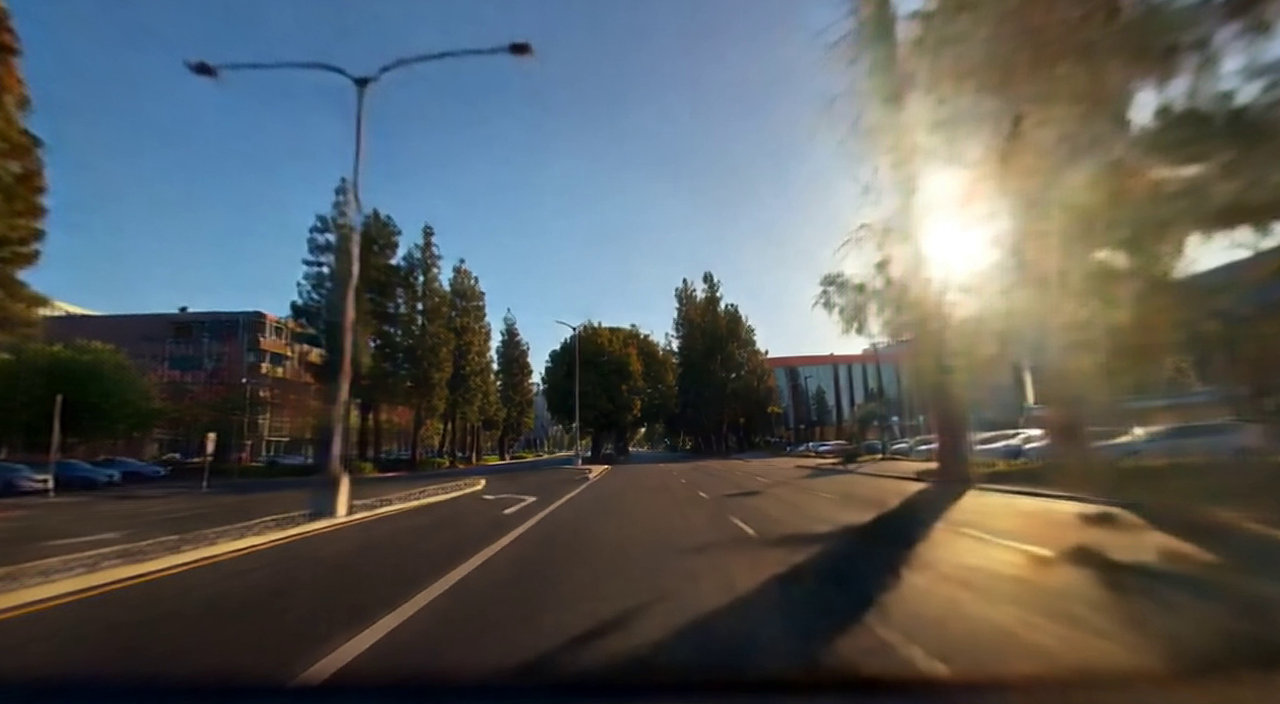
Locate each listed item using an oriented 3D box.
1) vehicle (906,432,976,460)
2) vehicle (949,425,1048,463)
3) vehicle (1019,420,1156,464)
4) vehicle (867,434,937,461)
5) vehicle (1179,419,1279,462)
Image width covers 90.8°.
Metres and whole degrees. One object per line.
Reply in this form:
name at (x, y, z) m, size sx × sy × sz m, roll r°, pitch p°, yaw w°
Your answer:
vehicle at (17.494, 5.514, 36.938) m, size 1.841 × 1.471 × 4.367 m, roll -2°, pitch -9°, yaw -1°
vehicle at (17.690, 4.620, 31.518) m, size 1.912 × 1.646 × 4.870 m, roll -1°, pitch -9°, yaw -2°
vehicle at (18.165, 3.712, 26.009) m, size 1.890 × 1.612 × 4.797 m, roll 1°, pitch -9°, yaw -4°
vehicle at (17.293, 6.347, 42.040) m, size 2.196 × 1.667 × 5.262 m, roll 0°, pitch -9°, yaw -3°
vehicle at (22.878, 3.335, 23.745) m, size 1.800 × 1.455 × 3.806 m, roll 0°, pitch -9°, yaw -1°
